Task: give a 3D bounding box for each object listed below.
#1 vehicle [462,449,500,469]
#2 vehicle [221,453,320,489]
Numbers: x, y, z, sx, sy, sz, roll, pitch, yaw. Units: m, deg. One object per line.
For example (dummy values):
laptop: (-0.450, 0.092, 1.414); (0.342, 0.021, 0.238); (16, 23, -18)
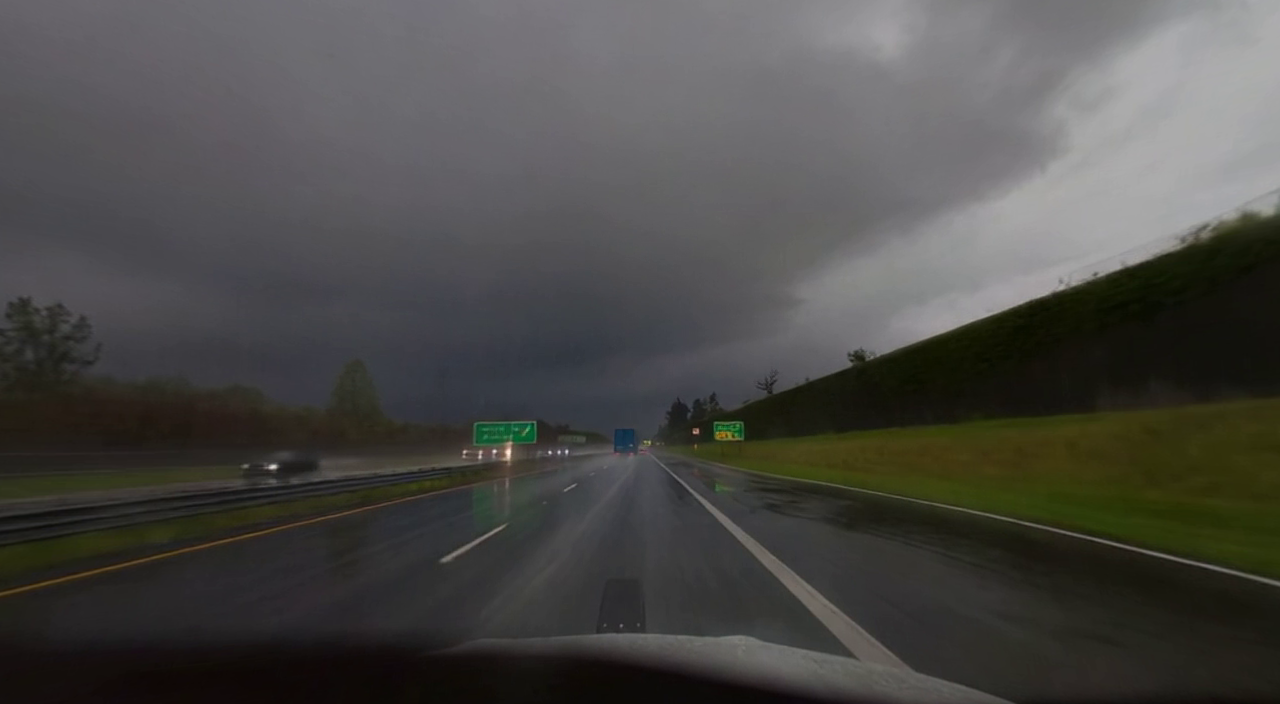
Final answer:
vehicle: (-12.112, 8.192, 48.332); (1.870, 1.446, 4.016); (0, -9, 0)
vehicle: (-16.327, 5.250, 28.139); (1.895, 1.454, 4.010); (0, -9, 1)
